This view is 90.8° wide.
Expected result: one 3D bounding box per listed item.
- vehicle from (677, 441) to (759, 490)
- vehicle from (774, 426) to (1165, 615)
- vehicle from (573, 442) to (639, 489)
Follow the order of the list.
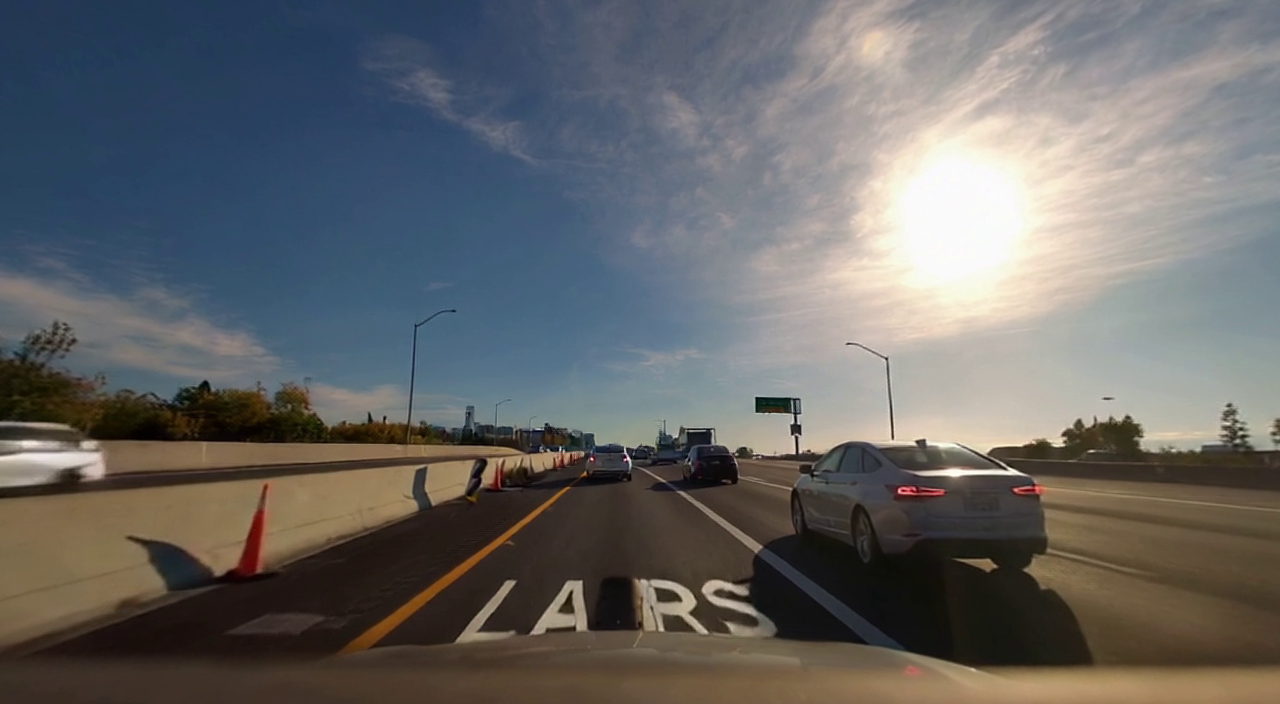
[{"bbox_3d":[2.545,3.842,21.739,2.042,1.460,4.451,0,-9,-3],"label":"vehicle"},{"bbox_3d":[3.061,1.652,7.165,1.996,1.455,4.281,0,-9,-2],"label":"vehicle"},{"bbox_3d":[-1.123,3.885,21.915,2.069,1.470,4.004,0,-9,-2],"label":"vehicle"}]
